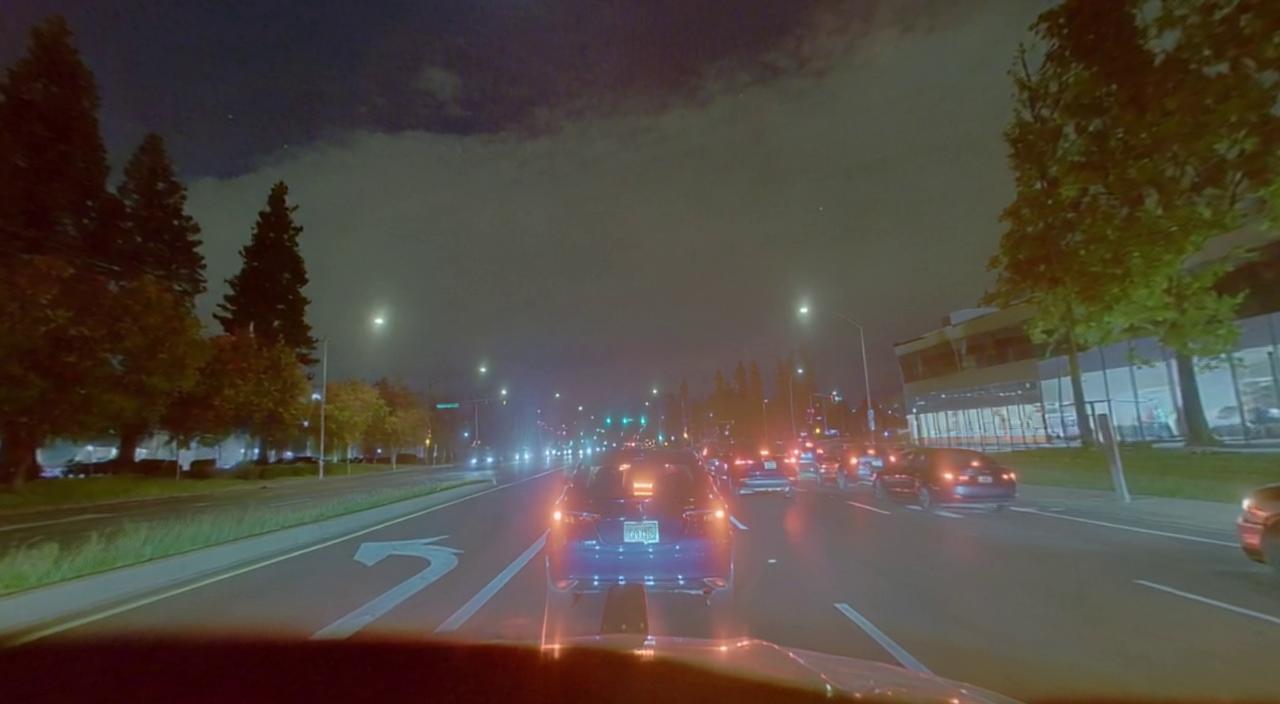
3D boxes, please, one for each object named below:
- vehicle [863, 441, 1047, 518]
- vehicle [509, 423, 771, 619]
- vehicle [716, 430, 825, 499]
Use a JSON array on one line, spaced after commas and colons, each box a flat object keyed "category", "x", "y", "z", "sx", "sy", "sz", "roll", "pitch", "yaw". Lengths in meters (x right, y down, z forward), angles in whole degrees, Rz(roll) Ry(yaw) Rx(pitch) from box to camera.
[{"category": "vehicle", "x": 6.875, "y": 2.786, "z": 14.432, "sx": 1.911, "sy": 1.468, "sz": 4.417, "roll": 0, "pitch": -8, "yaw": 0}, {"category": "vehicle", "x": -0.024, "y": 1.600, "z": 7.014, "sx": 1.977, "sy": 1.465, "sz": 4.376, "roll": 0, "pitch": -8, "yaw": -1}, {"category": "vehicle", "x": 3.607, "y": 3.200, "z": 18.424, "sx": 2.114, "sy": 1.736, "sz": 4.553, "roll": 0, "pitch": -8, "yaw": -1}]
